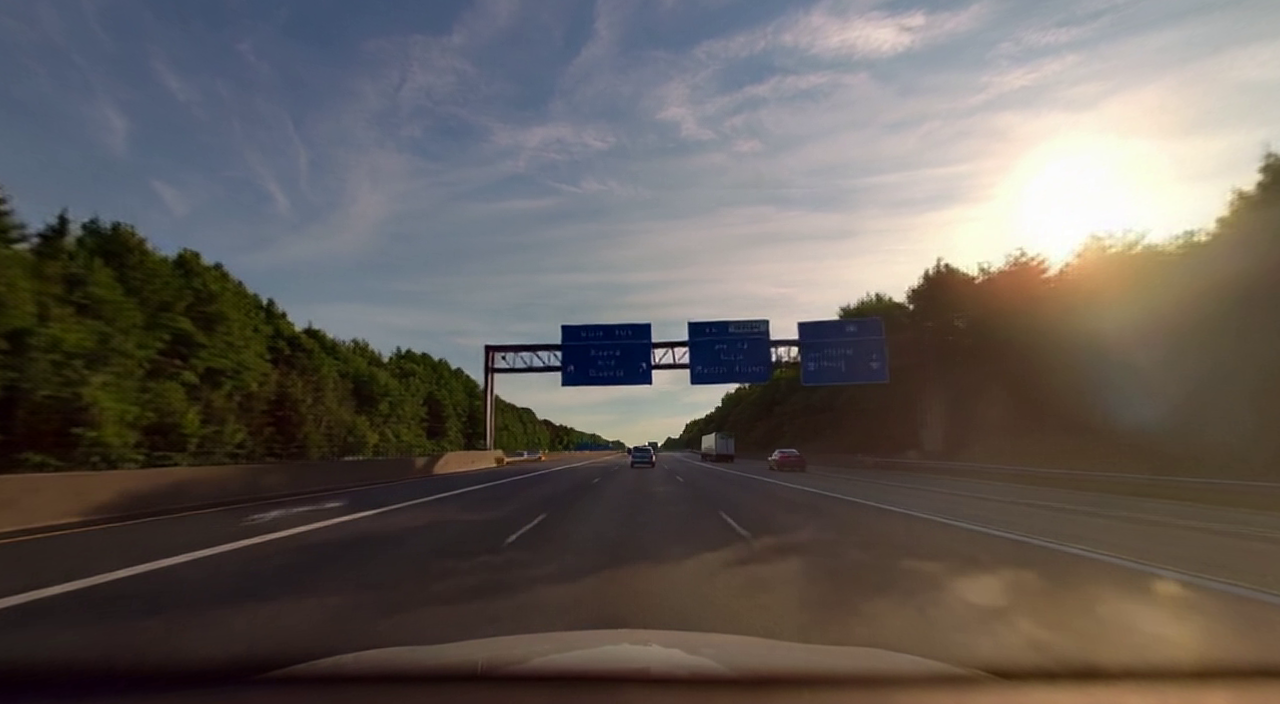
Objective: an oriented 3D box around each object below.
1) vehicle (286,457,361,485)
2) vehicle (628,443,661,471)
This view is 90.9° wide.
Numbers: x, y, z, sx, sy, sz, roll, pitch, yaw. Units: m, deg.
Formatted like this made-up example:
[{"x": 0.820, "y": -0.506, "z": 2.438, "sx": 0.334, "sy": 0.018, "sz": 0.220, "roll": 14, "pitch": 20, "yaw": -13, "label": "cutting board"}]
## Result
[{"x": -18.070, "y": 6.778, "z": 36.218, "sx": 1.859, "sy": 1.437, "sz": 4.679, "roll": 0, "pitch": -9, "yaw": 1, "label": "vehicle"}, {"x": 0.300, "y": 7.218, "z": 43.486, "sx": 2.167, "sy": 1.847, "sz": 4.097, "roll": 0, "pitch": -9, "yaw": 0, "label": "vehicle"}]
